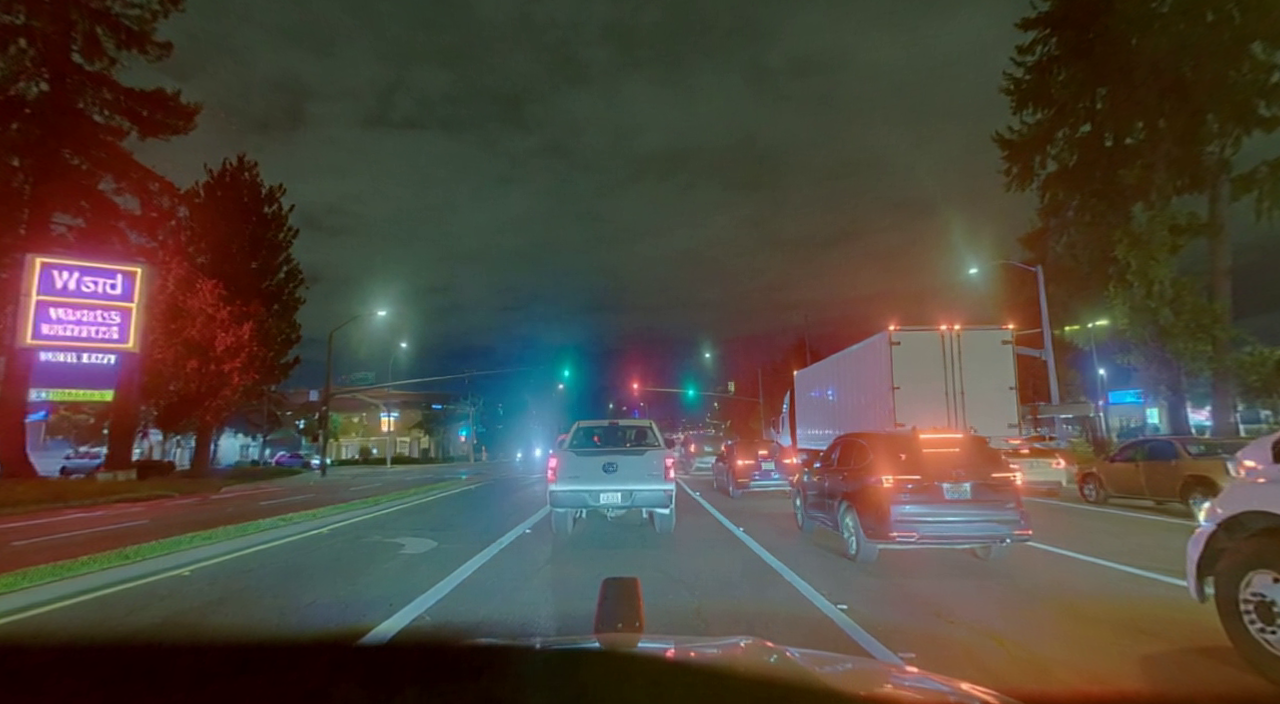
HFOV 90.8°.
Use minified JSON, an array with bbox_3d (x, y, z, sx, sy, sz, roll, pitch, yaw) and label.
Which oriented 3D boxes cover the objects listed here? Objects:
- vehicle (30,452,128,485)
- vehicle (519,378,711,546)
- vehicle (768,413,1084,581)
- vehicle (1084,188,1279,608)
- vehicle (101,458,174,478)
[{"bbox_3d":[-28.580,5.912,32.358,1.730,1.534,3.922,1,-9,-7],"label":"vehicle"},{"bbox_3d":[-0.362,1.820,10.883,2.499,2.183,5.111,0,-9,-1],"label":"vehicle"},{"bbox_3d":[3.255,1.765,8.611,1.905,1.587,4.998,0,-9,-1],"label":"vehicle"},{"bbox_3d":[6.524,0.103,3.339,2.802,3.322,7.429,0,-9,0],"label":"vehicle"},{"bbox_3d":[-38.185,8.806,48.014,4.150,1.474,1.826,-1,-9,6],"label":"vehicle"}]
